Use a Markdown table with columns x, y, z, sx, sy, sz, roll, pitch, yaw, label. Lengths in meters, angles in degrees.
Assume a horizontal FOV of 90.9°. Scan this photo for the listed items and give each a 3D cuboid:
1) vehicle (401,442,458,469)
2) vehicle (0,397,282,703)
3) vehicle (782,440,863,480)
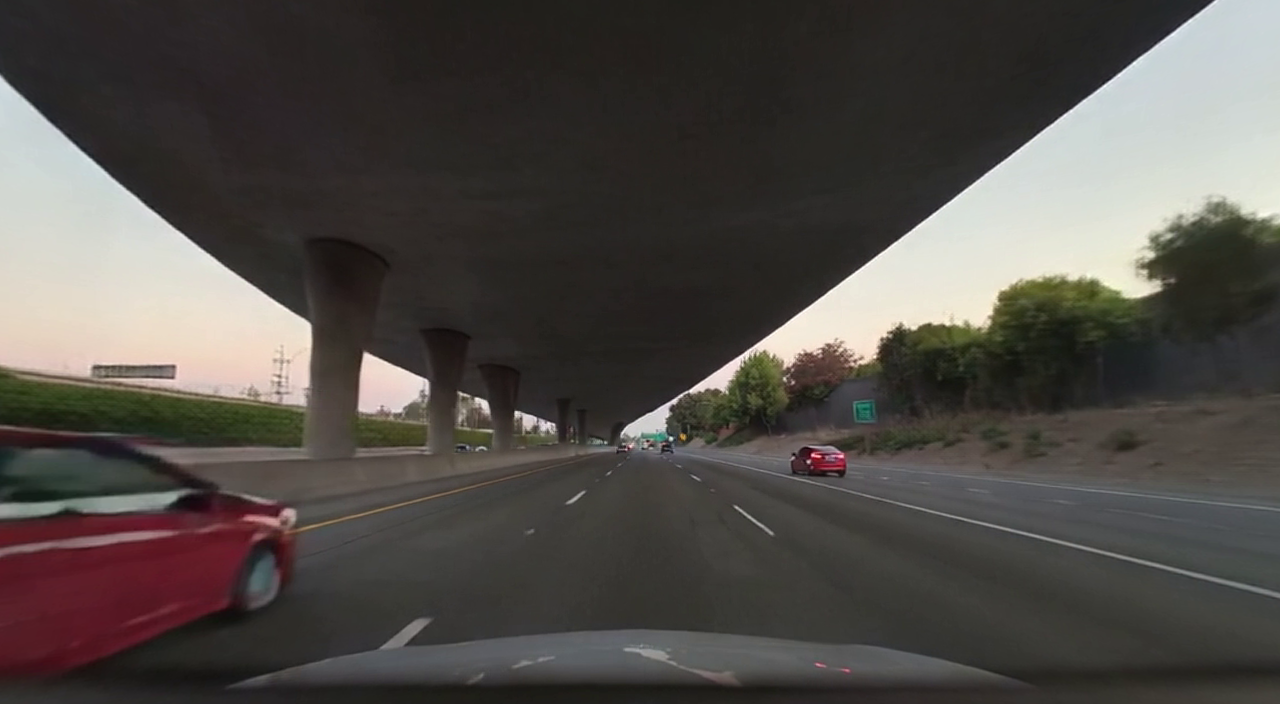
| x | y | z | sx | sy | sz | roll | pitch | yaw | label |
| --- | --- | --- | --- | --- | --- | --- | --- | --- | --- |
| -13.028 | 6.404 | 39.276 | 1.969 | 1.582 | 4.223 | 0 | -8 | 2 | vehicle |
| -3.799 | 0.909 | 2.292 | 2.085 | 1.533 | 4.861 | 0 | -8 | 1 | vehicle |
| 7.373 | 4.403 | 25.977 | 1.914 | 1.465 | 4.574 | 0 | -8 | 0 | vehicle |
